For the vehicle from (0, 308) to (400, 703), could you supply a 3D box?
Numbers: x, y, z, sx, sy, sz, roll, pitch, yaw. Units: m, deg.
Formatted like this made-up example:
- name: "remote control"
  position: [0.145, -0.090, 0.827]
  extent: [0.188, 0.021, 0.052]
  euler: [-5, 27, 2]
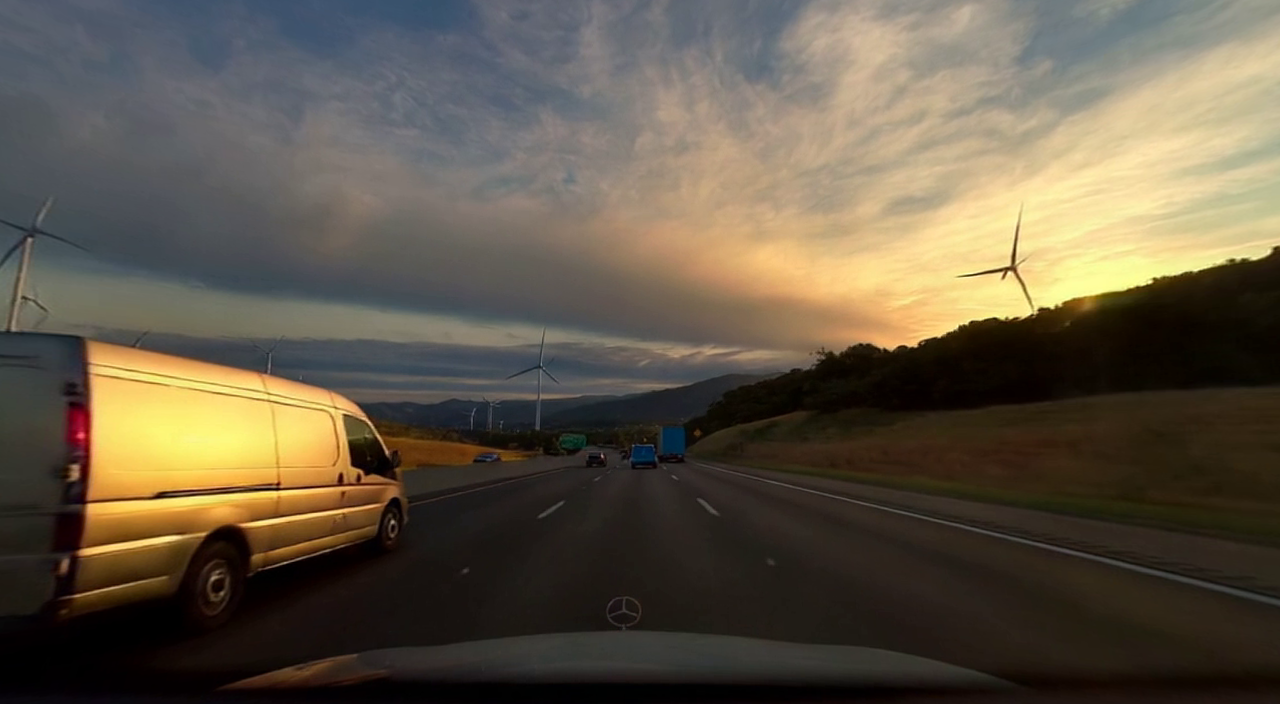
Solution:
- name: "vehicle"
  position: [-4.010, 1.137, 5.118]
  extent: [2.238, 1.984, 4.650]
  euler: [0, -9, 0]

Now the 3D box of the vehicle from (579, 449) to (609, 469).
- name: "vehicle"
  position: [-3.569, 8.407, 49.550]
  extent: [1.984, 1.491, 4.341]
  euler: [0, -9, 0]

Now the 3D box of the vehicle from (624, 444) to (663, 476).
- name: "vehicle"
  position: [0.192, 6.165, 36.237]
  extent: [2.083, 1.689, 4.083]
  euler: [0, -9, 0]
